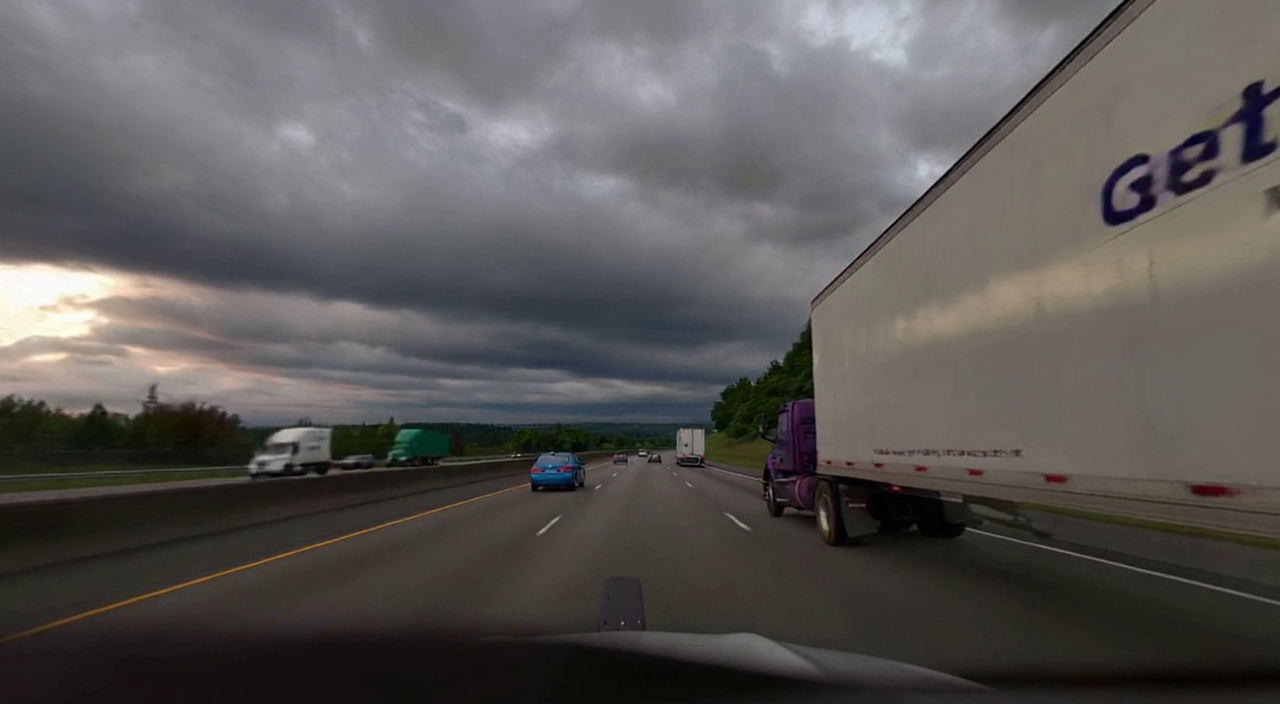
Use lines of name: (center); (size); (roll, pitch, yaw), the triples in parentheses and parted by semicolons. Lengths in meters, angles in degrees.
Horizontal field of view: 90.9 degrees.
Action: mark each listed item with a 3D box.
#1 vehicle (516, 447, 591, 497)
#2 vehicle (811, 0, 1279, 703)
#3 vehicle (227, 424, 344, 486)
vehicle: (-2.915, 4.154, 22.231); (1.960, 1.579, 4.384); (0, -9, 1)
vehicle: (4.580, -0.002, 4.304); (2.858, 3.952, 13.731); (0, -9, -1)
vehicle: (-17.979, 5.265, 32.419); (2.478, 2.841, 5.807); (0, -9, 1)
